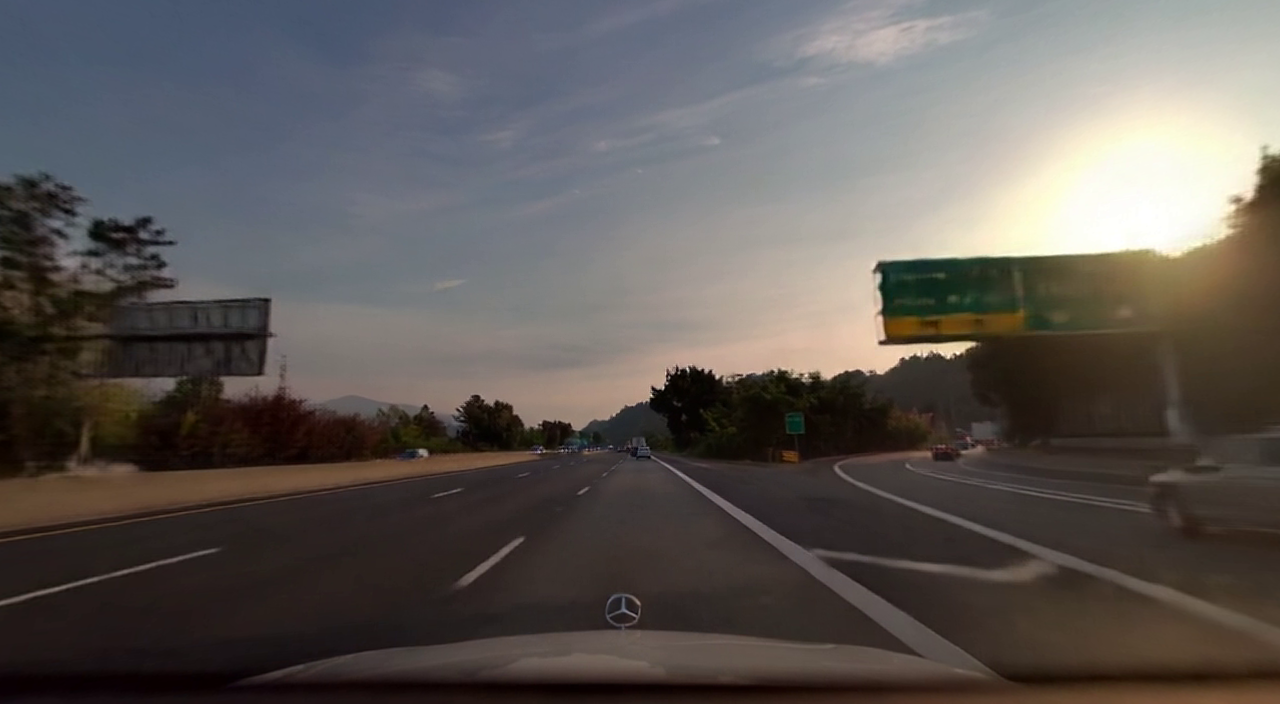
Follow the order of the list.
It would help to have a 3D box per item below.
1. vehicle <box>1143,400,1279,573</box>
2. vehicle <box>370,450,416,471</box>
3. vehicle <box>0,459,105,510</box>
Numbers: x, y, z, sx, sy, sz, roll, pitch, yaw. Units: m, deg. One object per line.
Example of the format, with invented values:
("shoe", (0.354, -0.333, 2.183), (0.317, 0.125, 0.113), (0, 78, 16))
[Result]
("vehicle", (7.419, 1.267, 5.781), (2.096, 1.712, 4.697), (-1, -9, 6))
("vehicle", (-18.960, 8.365, 48.668), (1.870, 1.499, 4.295), (0, -9, -1))
("vehicle", (-20.784, 4.355, 20.995), (1.870, 1.488, 4.715), (0, -9, -1))
